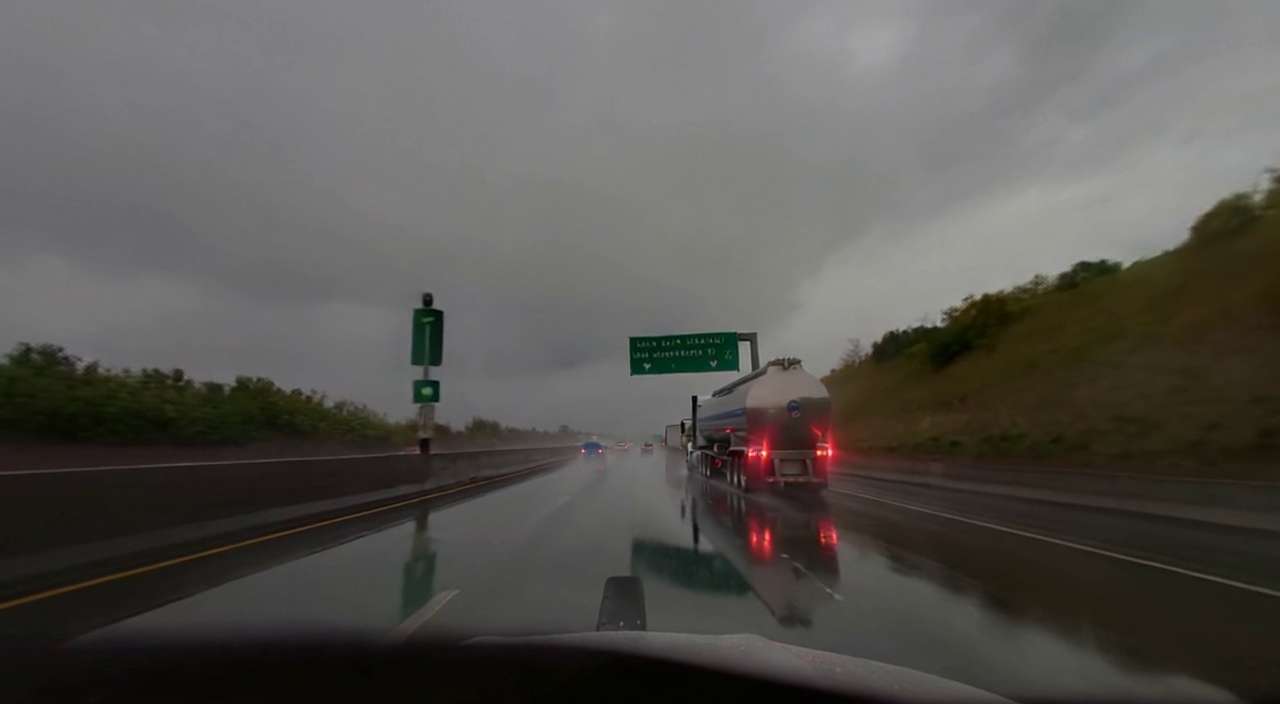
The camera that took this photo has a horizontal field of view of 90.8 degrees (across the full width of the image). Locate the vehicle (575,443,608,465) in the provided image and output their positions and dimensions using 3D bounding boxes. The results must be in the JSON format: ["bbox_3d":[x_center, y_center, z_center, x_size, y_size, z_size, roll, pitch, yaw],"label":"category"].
[{"bbox_3d":[-3.436,7.334,45.388,1.986,1.458,4.506,0,-9,0],"label":"vehicle"}]

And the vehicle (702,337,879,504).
[{"bbox_3d":[3.830,2.230,18.983,2.759,3.734,9.708,0,-9,-1],"label":"vehicle"}]
